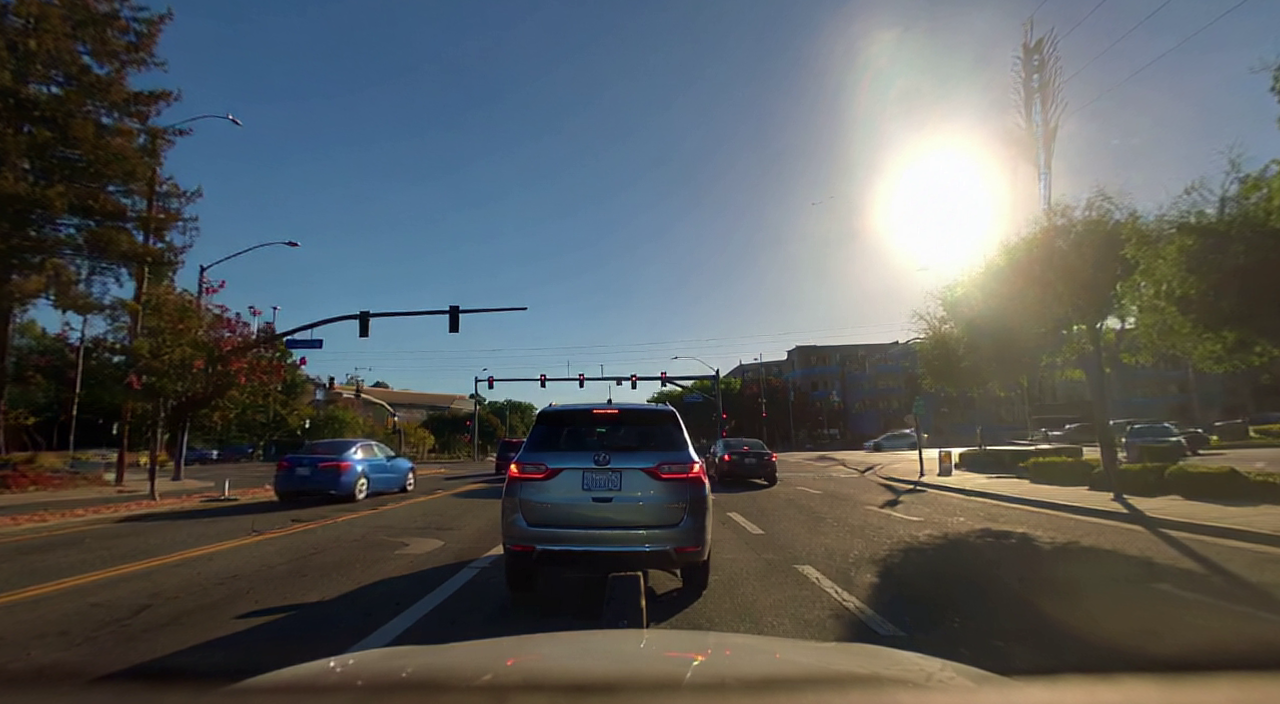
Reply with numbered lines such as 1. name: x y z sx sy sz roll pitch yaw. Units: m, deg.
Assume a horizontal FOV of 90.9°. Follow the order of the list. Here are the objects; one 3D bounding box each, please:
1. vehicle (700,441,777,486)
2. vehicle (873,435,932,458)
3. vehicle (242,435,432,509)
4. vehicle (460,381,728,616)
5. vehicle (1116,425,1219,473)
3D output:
1. vehicle: 3.360 3.899 22.385 2.104 1.441 4.240 0 -8 1
2. vehicle: 19.985 7.208 47.917 4.361 1.653 2.034 6 -10 -35
3. vehicle: -6.954 2.791 15.266 2.060 1.473 4.950 0 -8 1
4. vehicle: -0.348 1.446 7.102 2.064 1.817 4.298 0 -8 0
5. vehicle: 19.234 3.516 22.931 4.215 1.578 1.892 7 -11 -37
